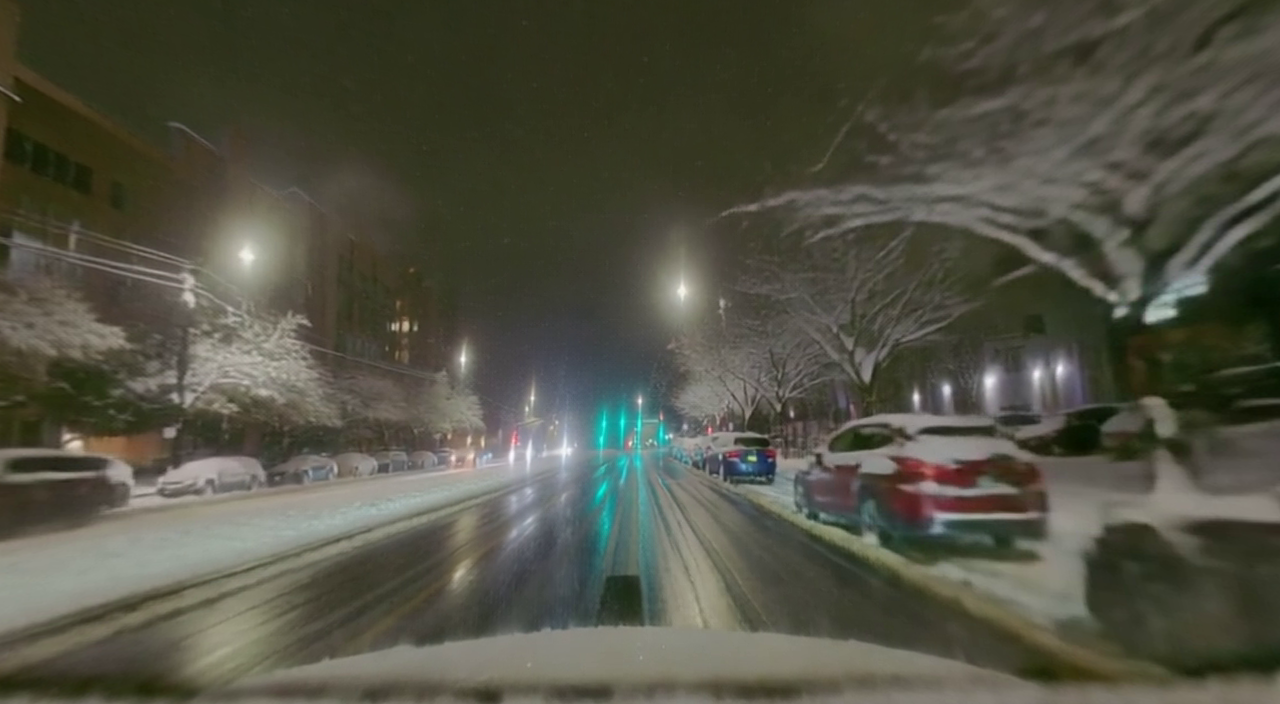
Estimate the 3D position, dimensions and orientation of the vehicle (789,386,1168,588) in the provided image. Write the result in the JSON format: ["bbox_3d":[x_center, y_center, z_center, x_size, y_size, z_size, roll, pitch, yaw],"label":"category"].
[{"bbox_3d":[3.532,1.523,7.992,2.012,1.748,4.849,0,-8,-1],"label":"vehicle"}]

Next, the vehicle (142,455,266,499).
[{"bbox_3d":[-17.934,5.133,26.317,1.826,1.544,4.680,0,-8,0],"label":"vehicle"}]

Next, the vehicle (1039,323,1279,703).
[{"bbox_3d":[3.528,0.641,1.579,1.975,1.762,4.607,0,-8,-1],"label":"vehicle"}]

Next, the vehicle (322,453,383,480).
[{"bbox_3d":[-17.909,7.127,39.618,1.780,1.463,4.573,0,-8,-2],"label":"vehicle"}]

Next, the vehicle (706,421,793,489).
[{"bbox_3d":[3.375,3.288,20.417,1.935,1.920,4.397,0,-8,-1],"label":"vehicle"}]

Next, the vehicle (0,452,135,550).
[{"bbox_3d":[-11.176,2.424,10.334,1.982,1.515,4.648,0,-8,0],"label":"vehicle"}]

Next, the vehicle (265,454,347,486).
[{"bbox_3d":[-17.894,6.331,34.100,1.932,1.510,4.685,0,-8,-1],"label":"vehicle"}]

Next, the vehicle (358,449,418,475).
[{"bbox_3d":[-18.118,7.908,45.724,2.037,1.694,5.511,0,-8,0],"label":"vehicle"}]
